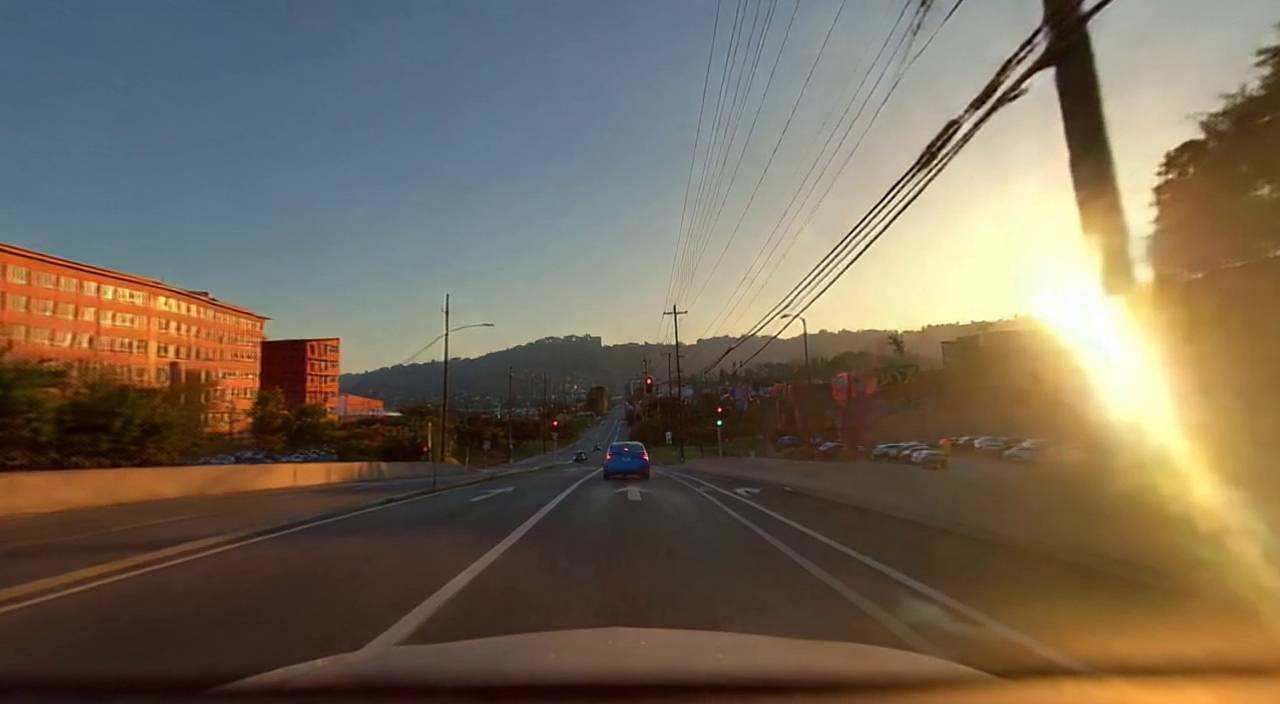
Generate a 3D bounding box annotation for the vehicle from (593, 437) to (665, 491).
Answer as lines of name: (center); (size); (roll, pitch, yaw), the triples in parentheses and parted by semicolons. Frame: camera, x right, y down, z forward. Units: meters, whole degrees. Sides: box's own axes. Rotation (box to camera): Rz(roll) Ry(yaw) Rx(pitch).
vehicle: (-0.382, 3.561, 20.464); (2.123, 1.566, 3.662); (0, -8, -2)
